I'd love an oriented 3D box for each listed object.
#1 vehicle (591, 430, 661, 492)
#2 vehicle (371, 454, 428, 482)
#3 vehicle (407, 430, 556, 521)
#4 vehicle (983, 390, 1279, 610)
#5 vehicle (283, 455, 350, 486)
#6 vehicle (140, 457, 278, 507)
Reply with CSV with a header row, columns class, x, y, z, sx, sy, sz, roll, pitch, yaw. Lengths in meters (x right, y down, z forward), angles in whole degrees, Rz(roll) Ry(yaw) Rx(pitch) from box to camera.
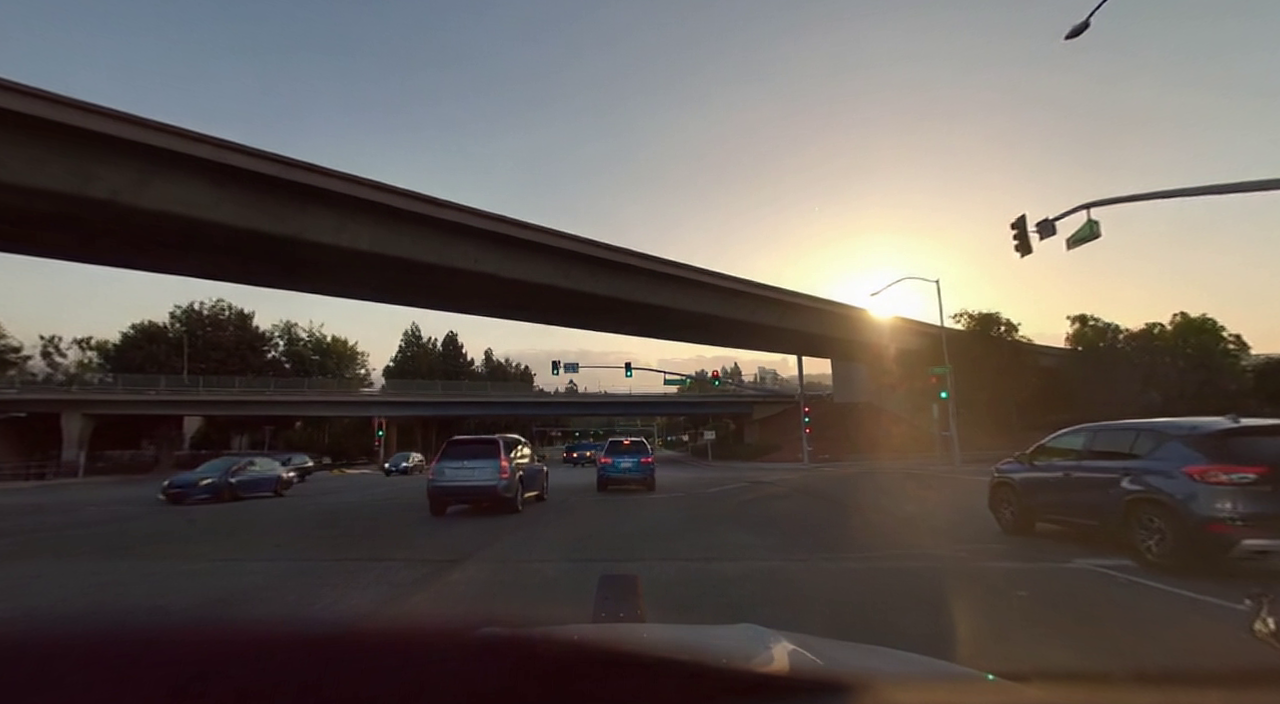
class,x,y,z,sx,sy,sz,roll,pitch,yaw
vehicle,-0.506,4.004,23.577,2.342,2.026,4.642,0,-8,-1
vehicle,-16.297,7.864,43.045,2.007,1.730,4.774,0,-8,0
vehicle,-3.434,2.782,14.811,2.060,1.768,4.681,-1,-8,3
vehicle,6.239,1.507,7.287,2.074,1.785,4.320,0,-8,0
vehicle,-23.441,8.562,46.031,2.039,1.965,5.291,0,-8,0
vehicle,-15.620,4.691,23.280,1.859,1.542,4.657,0,-8,-1
